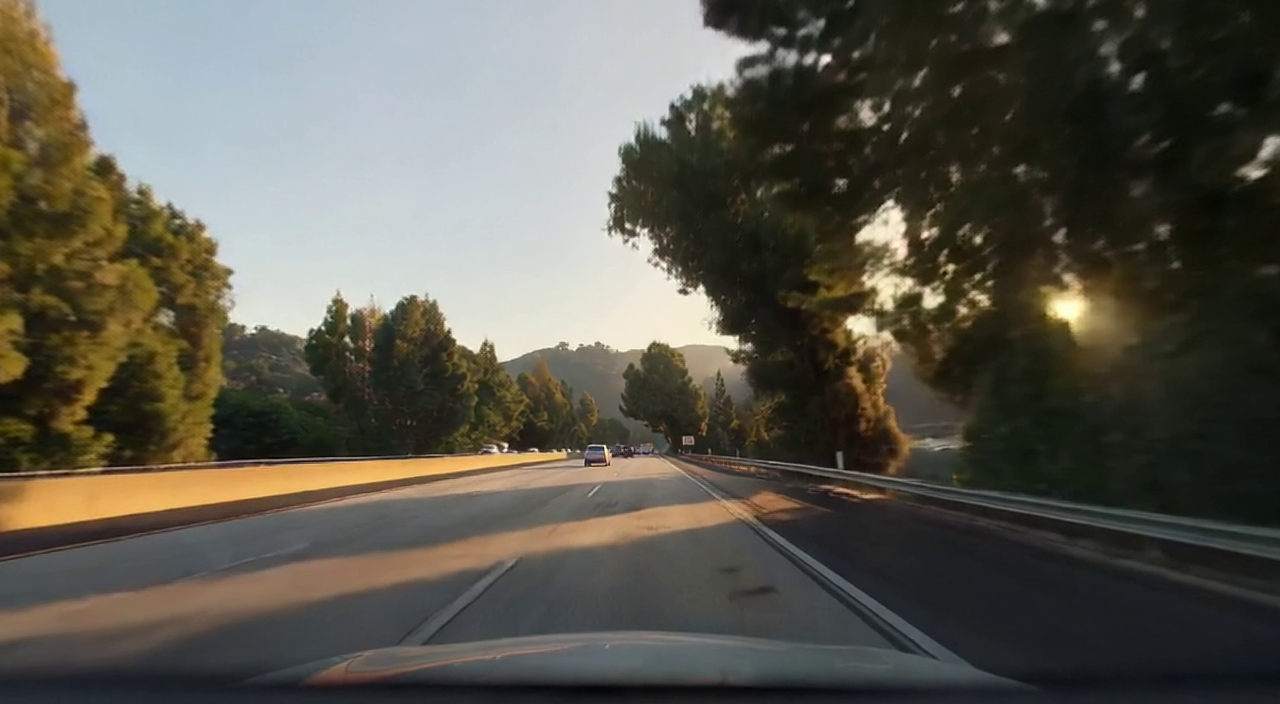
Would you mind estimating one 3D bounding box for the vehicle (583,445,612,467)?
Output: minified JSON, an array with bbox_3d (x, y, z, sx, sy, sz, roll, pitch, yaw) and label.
[{"bbox_3d":[-3.225,7.969,48.567,1.993,1.589,3.898,0,-8,0],"label":"vehicle"}]
